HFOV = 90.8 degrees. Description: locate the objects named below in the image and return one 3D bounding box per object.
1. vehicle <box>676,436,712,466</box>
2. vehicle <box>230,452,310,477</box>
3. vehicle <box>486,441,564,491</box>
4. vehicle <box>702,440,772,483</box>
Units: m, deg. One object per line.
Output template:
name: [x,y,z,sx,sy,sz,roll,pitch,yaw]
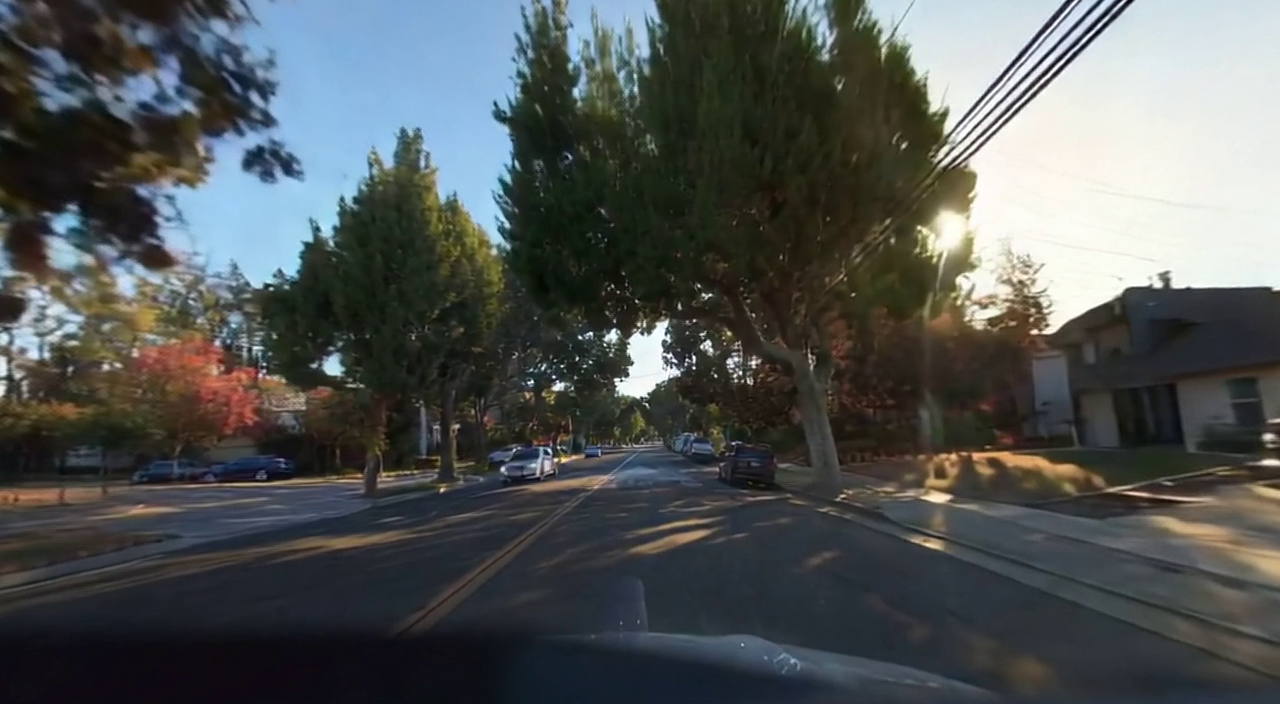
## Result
vehicle: [3.762,6.990,44.740,2.004,1.923,4.681,0,-8,-2]
vehicle: [-26.538,8.061,45.391,4.542,1.692,1.892,0,-8,2]
vehicle: [-3.740,3.767,21.200,1.839,1.520,3.656,-1,-8,2]
vehicle: [3.632,4.180,24.471,1.915,1.491,4.642,0,-8,0]
